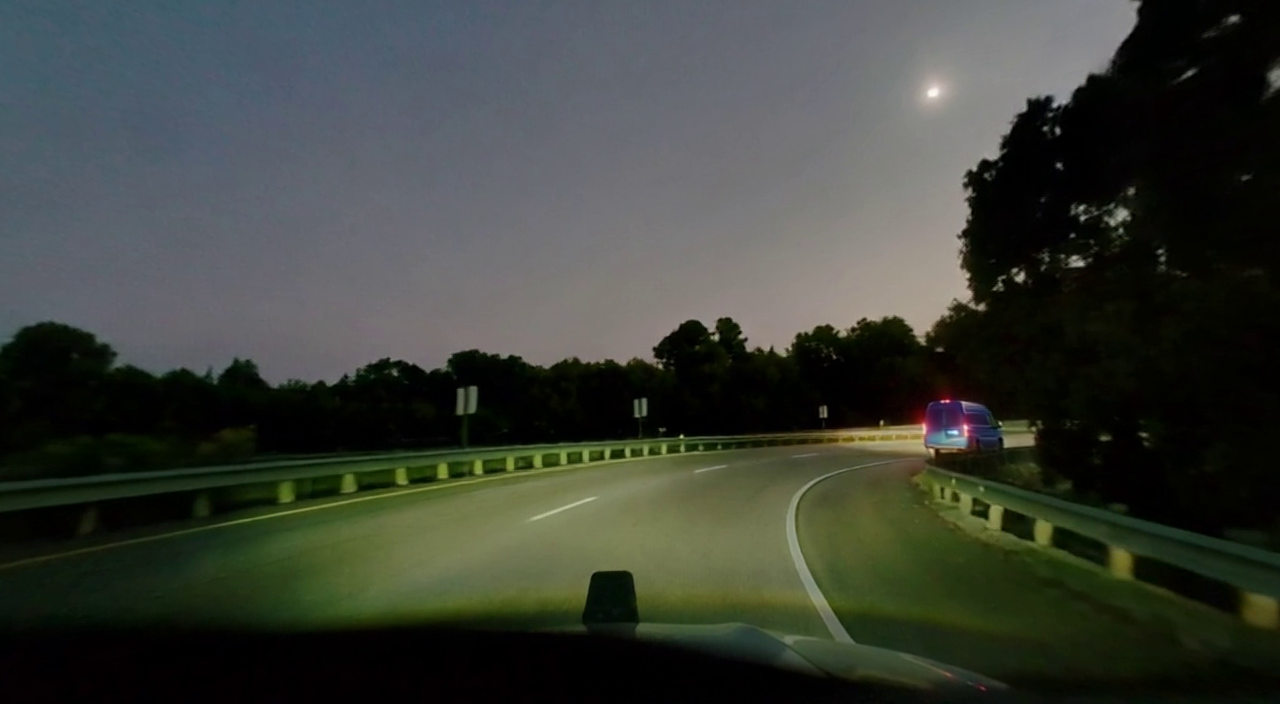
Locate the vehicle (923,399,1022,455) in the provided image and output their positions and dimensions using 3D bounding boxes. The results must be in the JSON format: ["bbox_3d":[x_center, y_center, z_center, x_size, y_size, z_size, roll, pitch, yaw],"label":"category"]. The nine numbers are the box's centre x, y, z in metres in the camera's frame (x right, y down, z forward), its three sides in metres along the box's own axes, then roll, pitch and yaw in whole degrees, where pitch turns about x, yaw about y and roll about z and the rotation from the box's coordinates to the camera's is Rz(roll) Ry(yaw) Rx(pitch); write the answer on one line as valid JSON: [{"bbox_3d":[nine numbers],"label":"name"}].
[{"bbox_3d":[16.867,3.835,31.849,5.330,2.577,2.352,7,-10,-39],"label":"vehicle"}]
